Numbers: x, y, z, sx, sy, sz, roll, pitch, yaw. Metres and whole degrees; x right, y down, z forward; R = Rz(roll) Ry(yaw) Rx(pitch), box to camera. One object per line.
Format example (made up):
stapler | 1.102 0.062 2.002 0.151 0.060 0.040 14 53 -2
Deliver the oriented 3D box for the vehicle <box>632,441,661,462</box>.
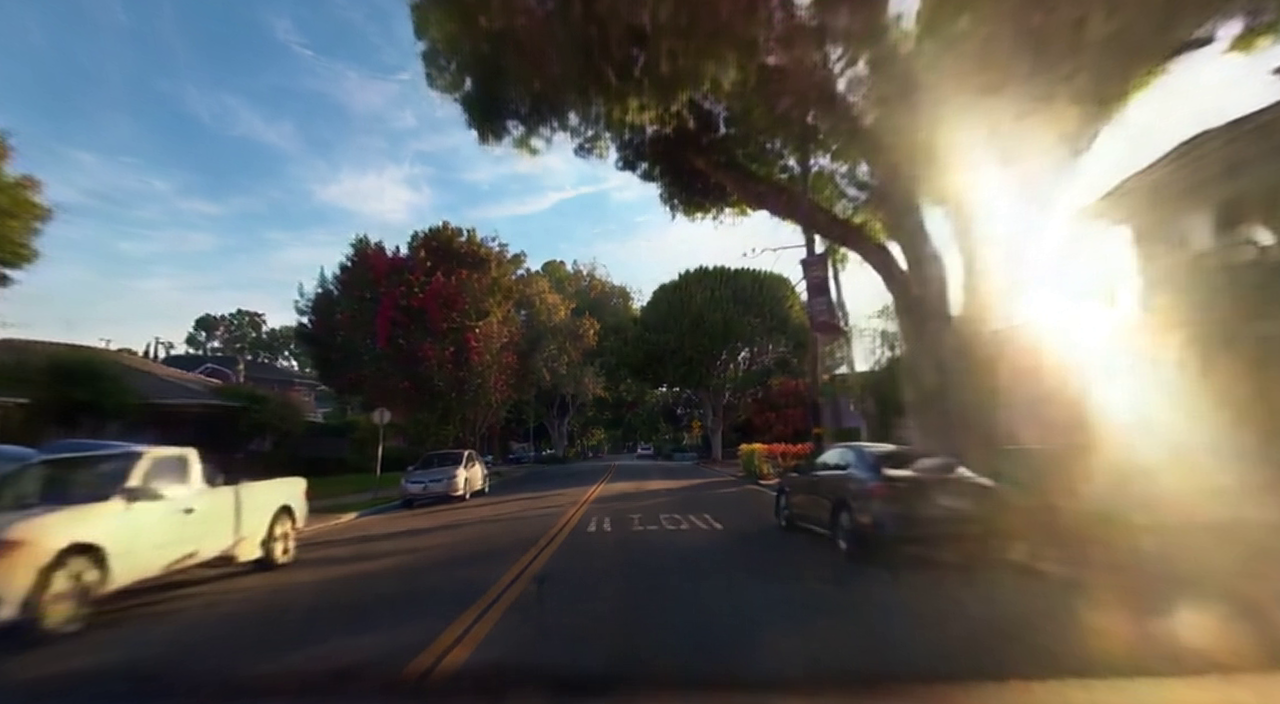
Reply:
vehicle | 0.430 7.299 46.320 2.022 1.481 4.050 0 -8 -1

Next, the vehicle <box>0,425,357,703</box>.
vehicle | -5.416 1.829 6.967 2.155 1.907 5.100 -1 -8 1

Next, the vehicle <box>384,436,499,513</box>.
vehicle | -5.812 3.566 19.072 2.027 1.803 4.306 -4 -6 0

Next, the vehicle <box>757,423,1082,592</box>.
vehicle | 2.994 1.758 8.062 2.047 1.532 4.350 0 -8 -2
